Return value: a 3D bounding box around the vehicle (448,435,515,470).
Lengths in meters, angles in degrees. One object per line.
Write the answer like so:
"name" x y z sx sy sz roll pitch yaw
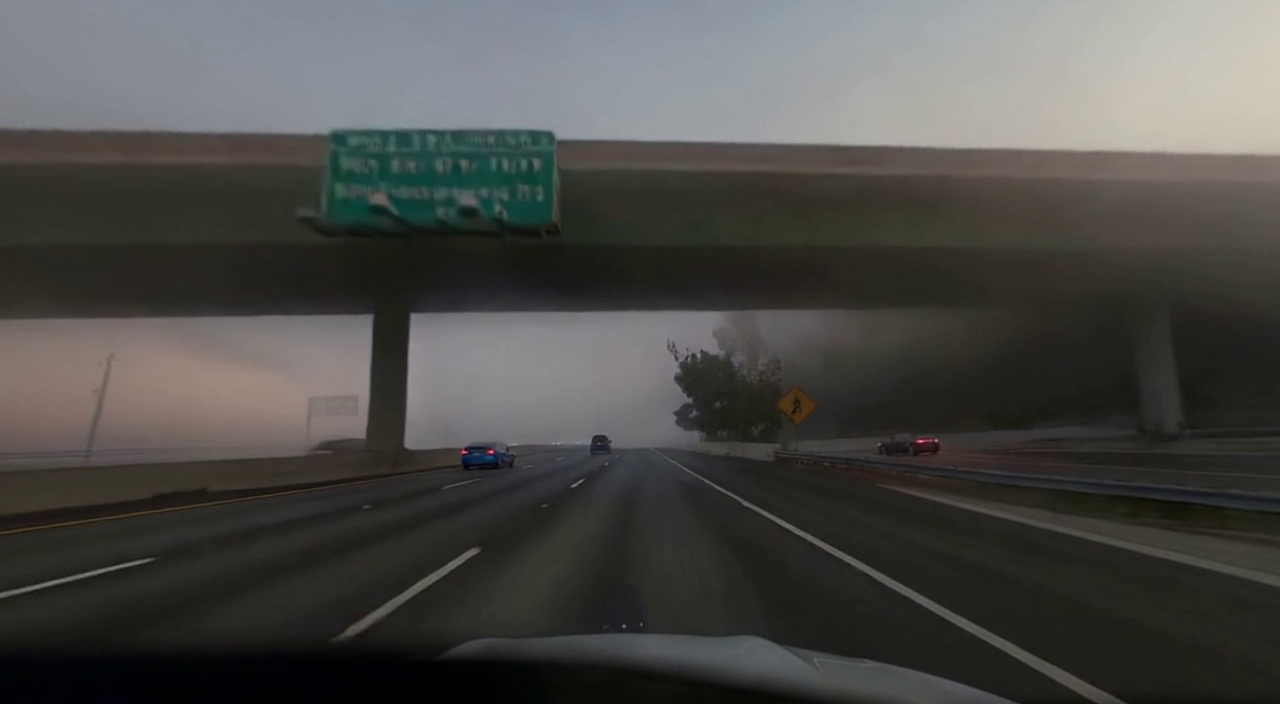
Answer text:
"vehicle" -7.401 4.727 29.808 1.987 1.486 4.174 0 -8 1

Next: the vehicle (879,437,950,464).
"vehicle" 17.279 6.202 39.974 2.000 1.515 4.188 0 -7 -11
